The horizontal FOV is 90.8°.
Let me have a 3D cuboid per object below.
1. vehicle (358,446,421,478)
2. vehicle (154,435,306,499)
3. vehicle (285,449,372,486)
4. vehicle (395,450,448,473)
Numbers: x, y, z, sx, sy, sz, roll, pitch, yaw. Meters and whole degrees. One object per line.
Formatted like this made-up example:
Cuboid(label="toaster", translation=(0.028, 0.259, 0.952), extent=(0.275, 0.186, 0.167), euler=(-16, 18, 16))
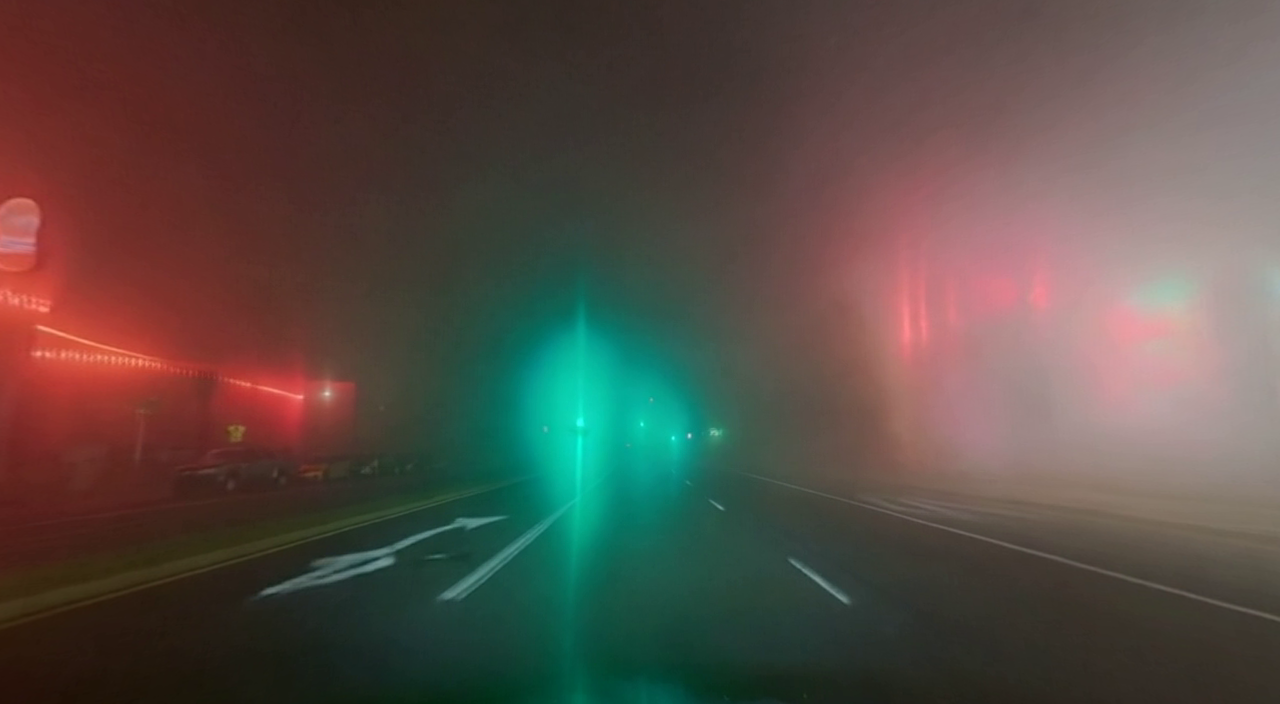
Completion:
Cuboid(label="vehicle", translation=(-15.272, 6.699, 38.773), extent=(1.989, 1.747, 5.019), euler=(-1, -8, -2))
Cuboid(label="vehicle", translation=(-15.425, 4.360, 24.282), extent=(2.246, 2.081, 5.416), euler=(-1, -9, -1))
Cuboid(label="vehicle", translation=(-15.349, 5.691, 31.434), extent=(1.892, 1.624, 4.645), euler=(0, -8, 1))
Cuboid(label="vehicle", translation=(-15.264, 7.647, 44.451), extent=(1.929, 1.471, 4.919), euler=(0, -8, 1))
